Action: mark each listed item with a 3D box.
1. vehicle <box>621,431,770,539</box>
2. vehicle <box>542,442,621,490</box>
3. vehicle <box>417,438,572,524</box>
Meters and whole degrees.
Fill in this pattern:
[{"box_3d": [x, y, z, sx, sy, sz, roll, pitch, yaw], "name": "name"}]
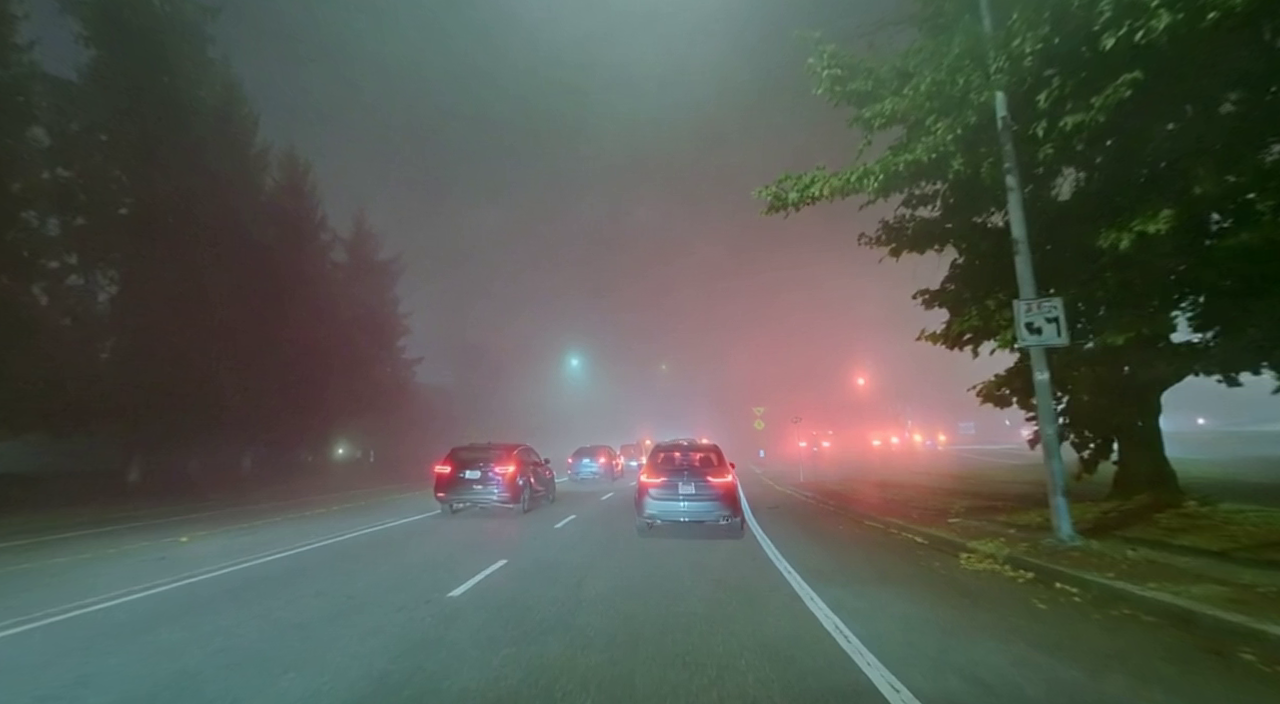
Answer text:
[{"box_3d": [0.888, 2.240, 11.203, 2.142, 1.528, 4.133, -1, -9, 3], "name": "vehicle"}, {"box_3d": [-1.928, 3.919, 22.062, 1.870, 1.490, 4.187, -1, -9, 7], "name": "vehicle"}, {"box_3d": [-2.828, 2.609, 13.335, 1.940, 1.502, 4.241, -1, -9, 5], "name": "vehicle"}]
